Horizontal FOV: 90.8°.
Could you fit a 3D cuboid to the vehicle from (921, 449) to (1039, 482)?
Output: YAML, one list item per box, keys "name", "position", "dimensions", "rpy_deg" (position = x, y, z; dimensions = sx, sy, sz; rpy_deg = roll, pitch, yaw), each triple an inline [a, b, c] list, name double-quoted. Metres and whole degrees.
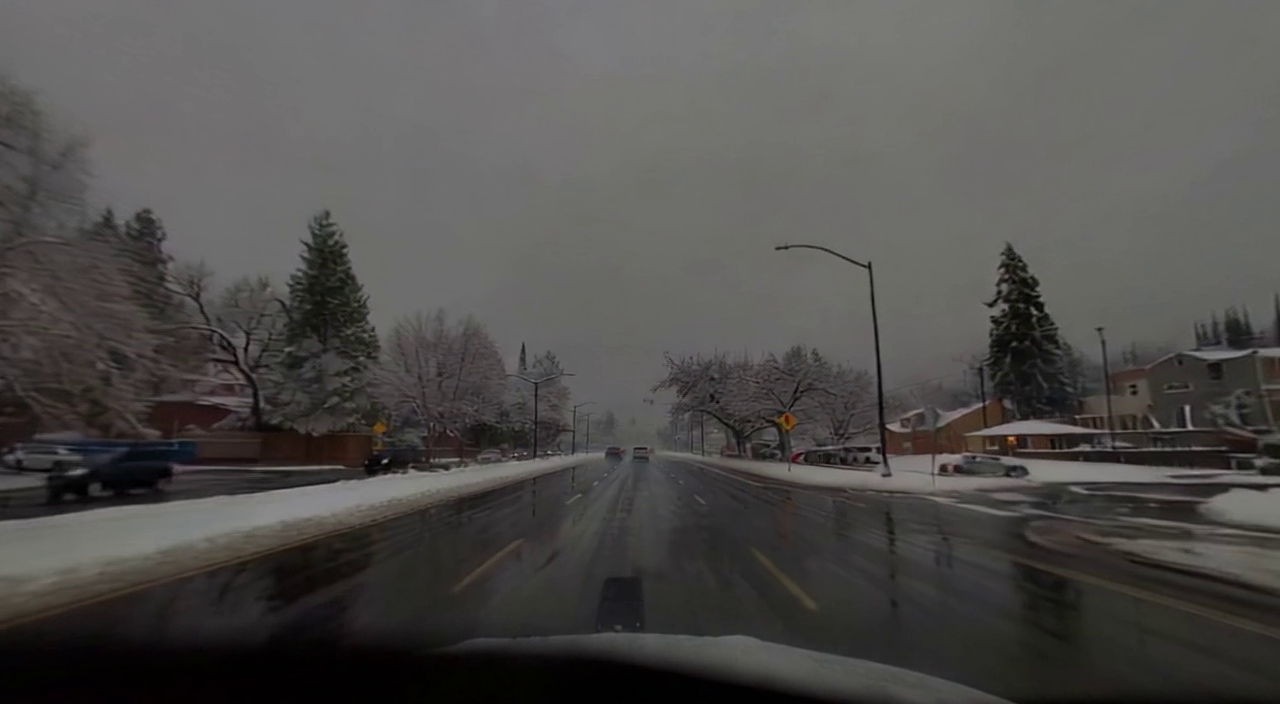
- name: "vehicle"
  position: [16.010, 5.338, 30.019]
  dimensions: [1.826, 1.420, 4.533]
  rpy_deg: [5, -10, -32]

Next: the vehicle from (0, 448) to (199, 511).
- name: "vehicle"
  position: [-14.798, 3.463, 17.646]
  dimensions: [1.929, 1.506, 4.125]
  rpy_deg: [0, -9, 0]

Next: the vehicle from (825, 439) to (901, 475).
- name: "vehicle"
  position: [13.197, 6.257, 37.826]
  dimensions: [2.047, 1.950, 5.112]
  rpy_deg: [1, -9, -8]

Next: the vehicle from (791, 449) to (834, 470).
- name: "vehicle"
  position: [12.798, 8.019, 47.255]
  dimensions: [1.916, 1.452, 4.651]
  rpy_deg: [0, -9, 0]
